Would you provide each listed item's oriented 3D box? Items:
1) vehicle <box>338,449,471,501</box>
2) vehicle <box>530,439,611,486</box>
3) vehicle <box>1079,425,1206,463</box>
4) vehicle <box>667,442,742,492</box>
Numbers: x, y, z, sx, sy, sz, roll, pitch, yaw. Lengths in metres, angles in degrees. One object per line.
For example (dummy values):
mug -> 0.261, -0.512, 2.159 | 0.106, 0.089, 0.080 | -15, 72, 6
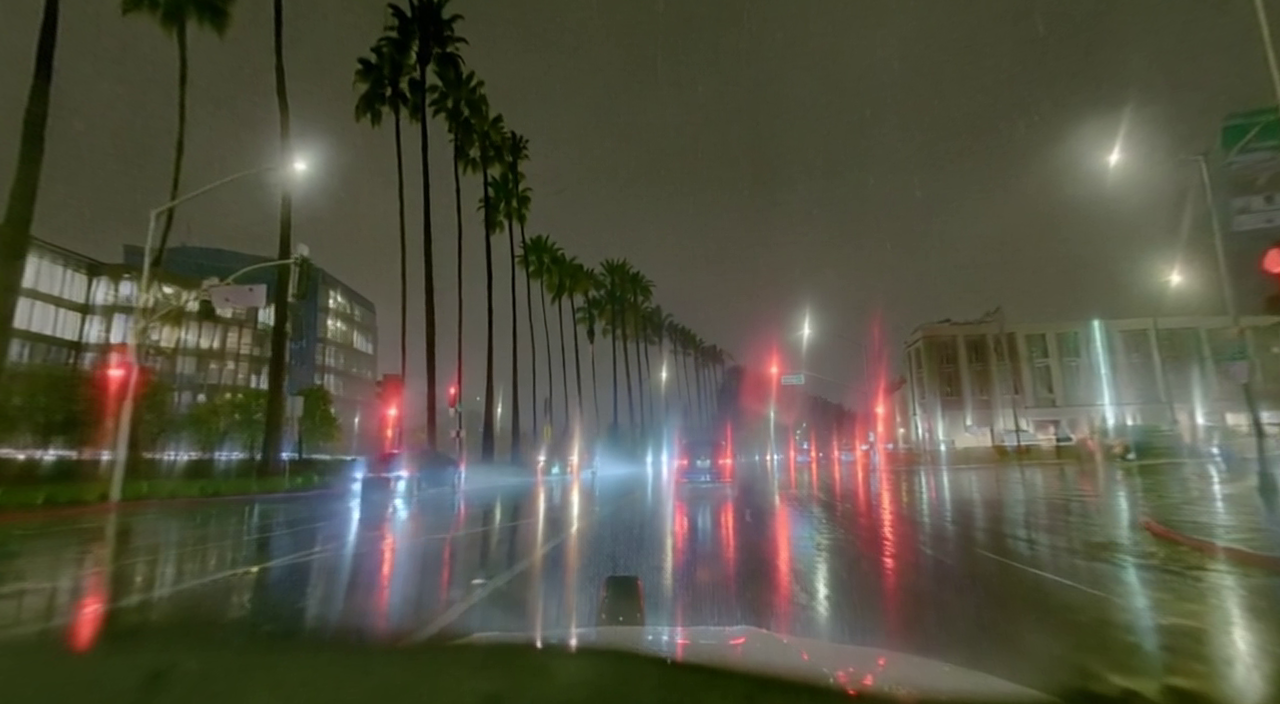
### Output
vehicle -> -7.489, 3.943, 20.694 | 2.012, 1.467, 4.592 | -1, -9, 9
vehicle -> -2.728, 4.508, 26.018 | 2.013, 1.746, 4.366 | -2, -9, 12
vehicle -> 25.741, 4.722, 32.421 | 5.049, 1.861, 2.081 | 1, -9, -9
vehicle -> 2.288, 3.826, 21.393 | 2.096, 1.492, 4.071 | -2, -9, 11
